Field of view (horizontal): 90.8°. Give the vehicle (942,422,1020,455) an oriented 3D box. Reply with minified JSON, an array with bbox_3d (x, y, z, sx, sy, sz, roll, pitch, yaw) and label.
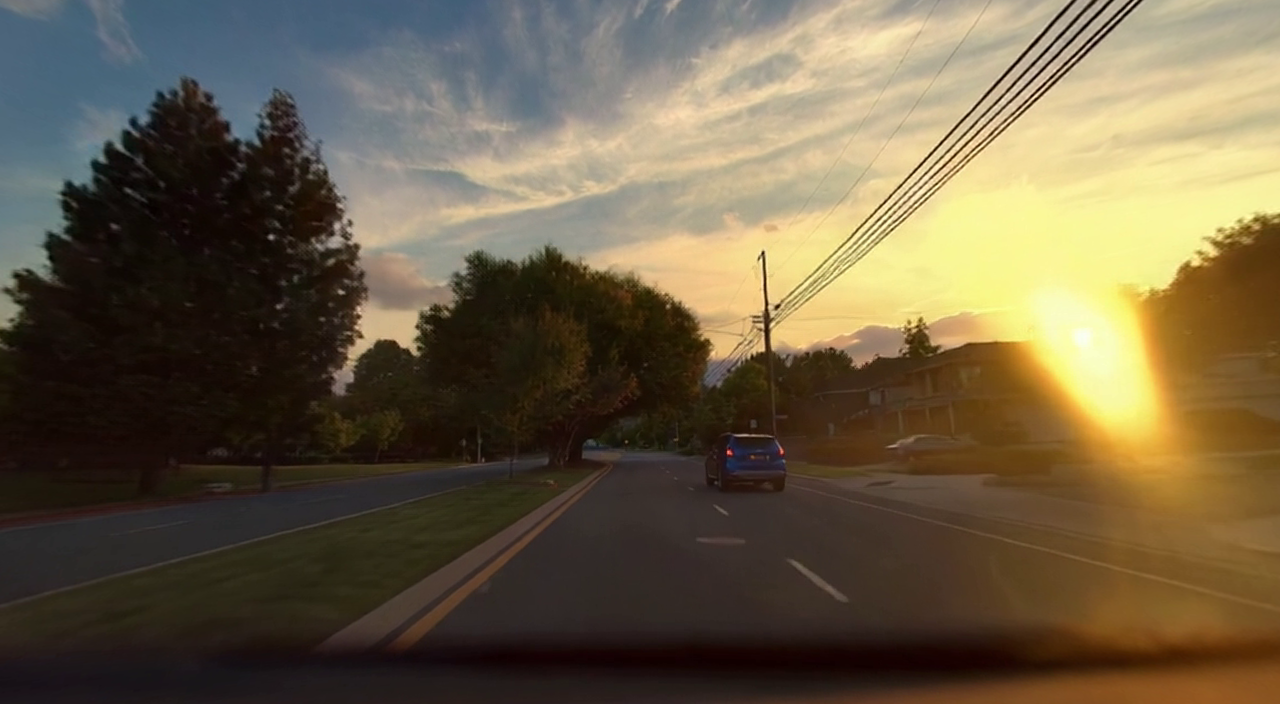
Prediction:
[{"bbox_3d":[16.145,4.155,30.159,1.674,1.455,3.769,-1,-9,2],"label":"vehicle"}]

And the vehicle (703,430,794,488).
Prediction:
[{"bbox_3d":[3.632,3.707,22.156,2.193,1.777,4.772,0,-9,-2],"label":"vehicle"}]
